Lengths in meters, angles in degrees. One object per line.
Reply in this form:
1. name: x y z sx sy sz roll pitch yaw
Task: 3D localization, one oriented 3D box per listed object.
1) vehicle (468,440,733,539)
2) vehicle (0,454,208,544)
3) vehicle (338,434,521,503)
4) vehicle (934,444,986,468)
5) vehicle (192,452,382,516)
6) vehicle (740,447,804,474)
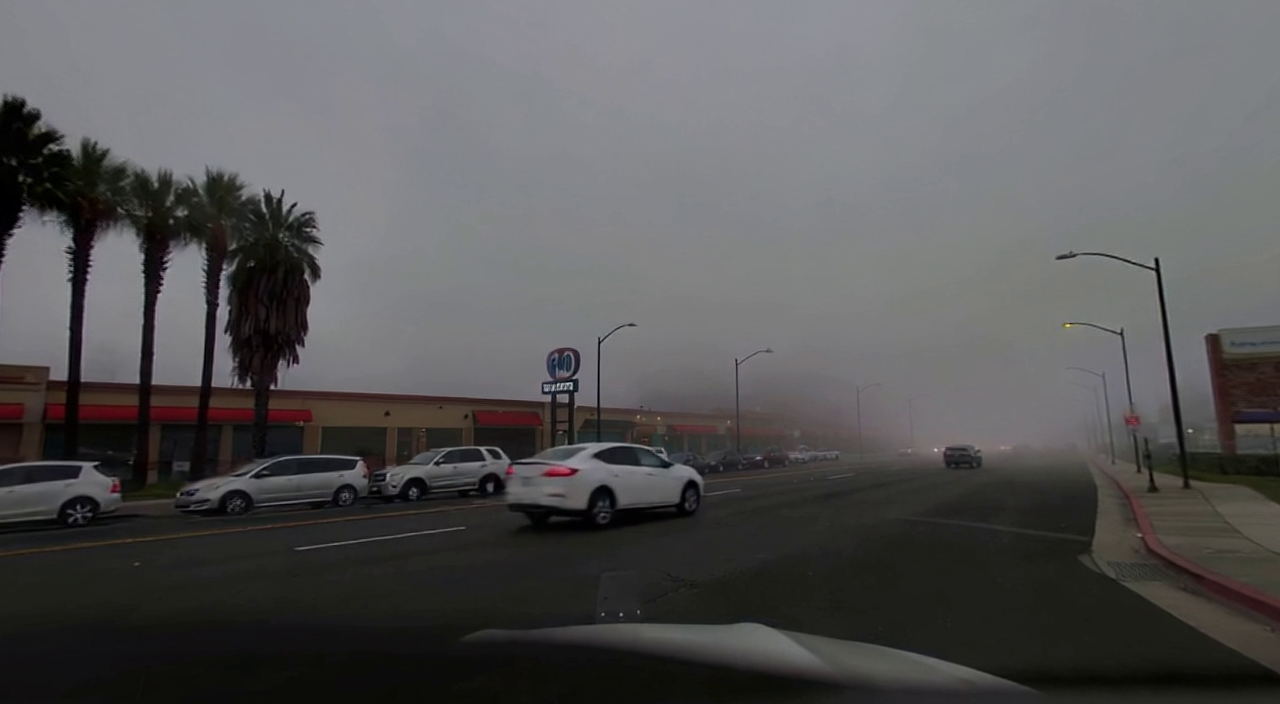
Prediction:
1. vehicle: -0.530 2.537 12.447 2.232 1.513 5.090 -7 -11 41
2. vehicle: -11.412 2.737 12.013 1.854 1.482 4.756 -6 -11 37
3. vehicle: -6.151 3.591 19.014 1.989 1.792 4.884 -9 -15 36
4. vehicle: 20.722 6.680 40.676 2.035 1.485 4.849 -6 -11 37
5. vehicle: -10.549 3.899 19.158 1.900 1.615 4.573 -6 -11 37
6. vehicle: 8.052 6.534 38.062 1.981 1.493 4.721 -6 -11 36
